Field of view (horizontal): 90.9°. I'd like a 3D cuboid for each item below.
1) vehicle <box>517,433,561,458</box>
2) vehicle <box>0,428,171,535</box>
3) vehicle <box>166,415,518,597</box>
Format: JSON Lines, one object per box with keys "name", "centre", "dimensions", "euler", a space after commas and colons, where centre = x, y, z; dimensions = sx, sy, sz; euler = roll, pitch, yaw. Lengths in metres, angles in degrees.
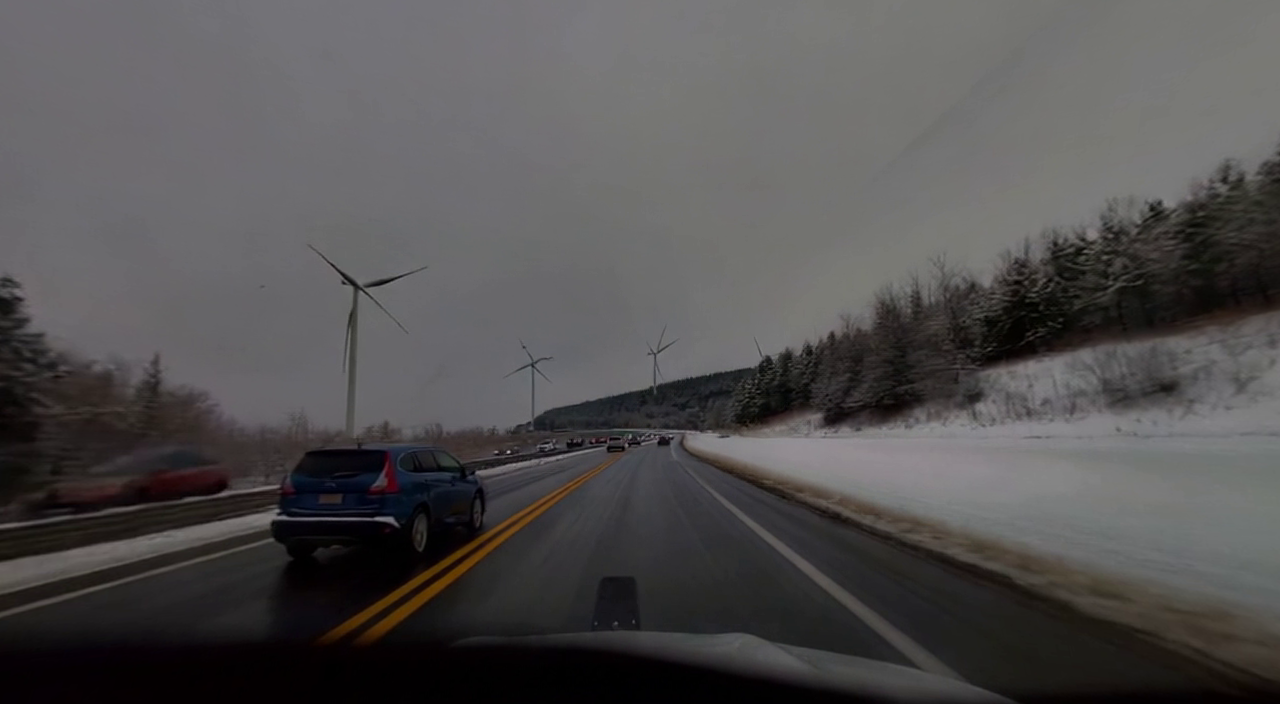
{"name": "vehicle", "centre": [-6.162, 5.776, 38.955], "dimensions": [1.898, 1.456, 4.378], "euler": [0, -8, 2]}
{"name": "vehicle", "centre": [-10.006, 1.970, 9.981], "dimensions": [2.046, 1.485, 3.990], "euler": [0, -8, 0]}
{"name": "vehicle", "centre": [-2.818, 1.534, 7.302], "dimensions": [1.918, 1.443, 4.422], "euler": [0, -8, 0]}
